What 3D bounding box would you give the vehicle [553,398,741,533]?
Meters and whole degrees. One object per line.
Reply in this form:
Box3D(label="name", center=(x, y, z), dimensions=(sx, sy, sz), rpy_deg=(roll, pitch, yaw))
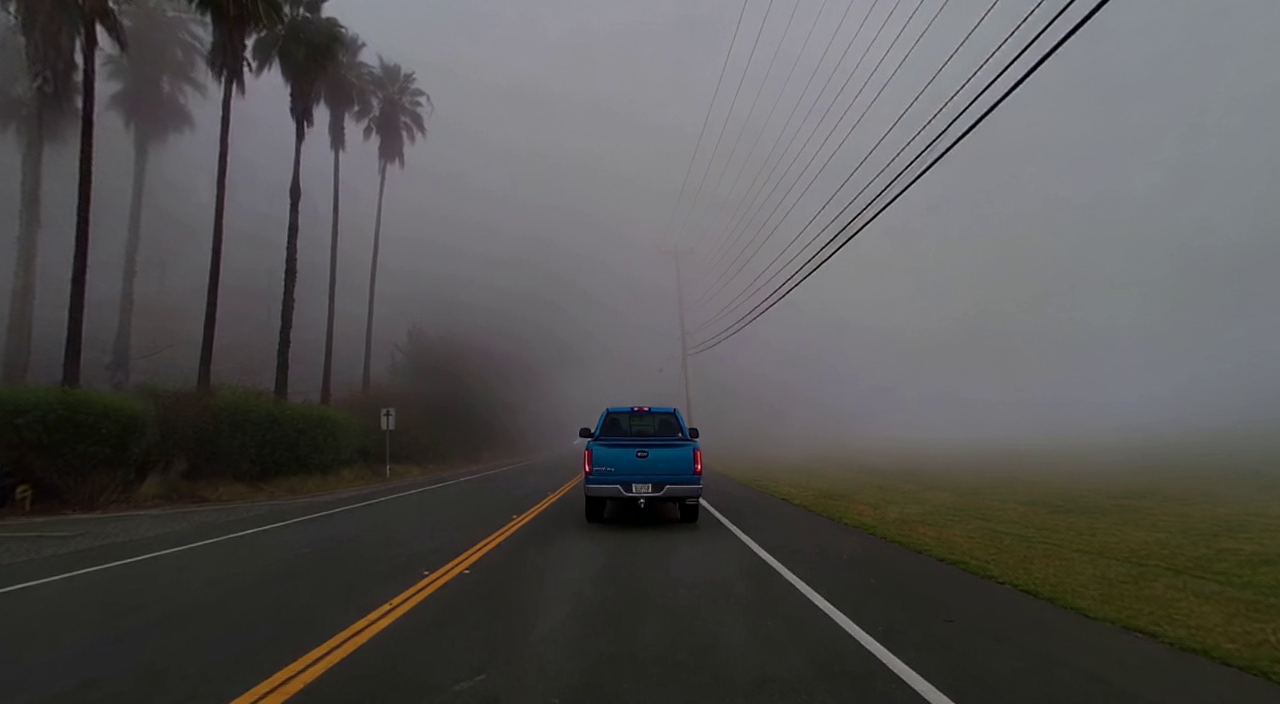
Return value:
Box3D(label="vehicle", center=(0.078, 2.144, 12.453), dimensions=(2.803, 2.005, 5.885), rpy_deg=(0, -8, -1))
